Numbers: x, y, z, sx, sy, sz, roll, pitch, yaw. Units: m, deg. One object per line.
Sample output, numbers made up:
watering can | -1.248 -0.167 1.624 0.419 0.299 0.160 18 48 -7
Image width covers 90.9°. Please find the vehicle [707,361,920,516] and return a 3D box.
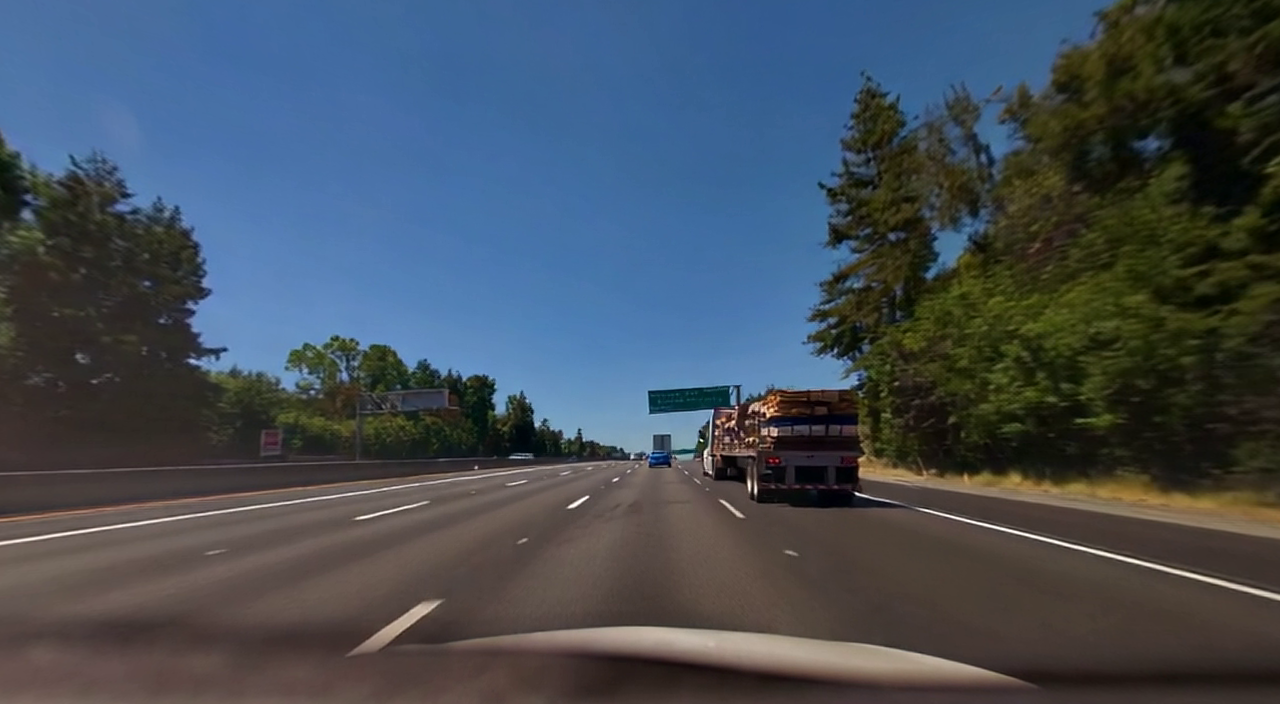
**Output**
vehicle | 4.539 3.141 22.335 2.917 3.179 18.723 0 -8 2

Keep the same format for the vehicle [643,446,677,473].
vehicle | 1.217 6.635 39.235 2.042 1.528 4.300 0 -8 1
